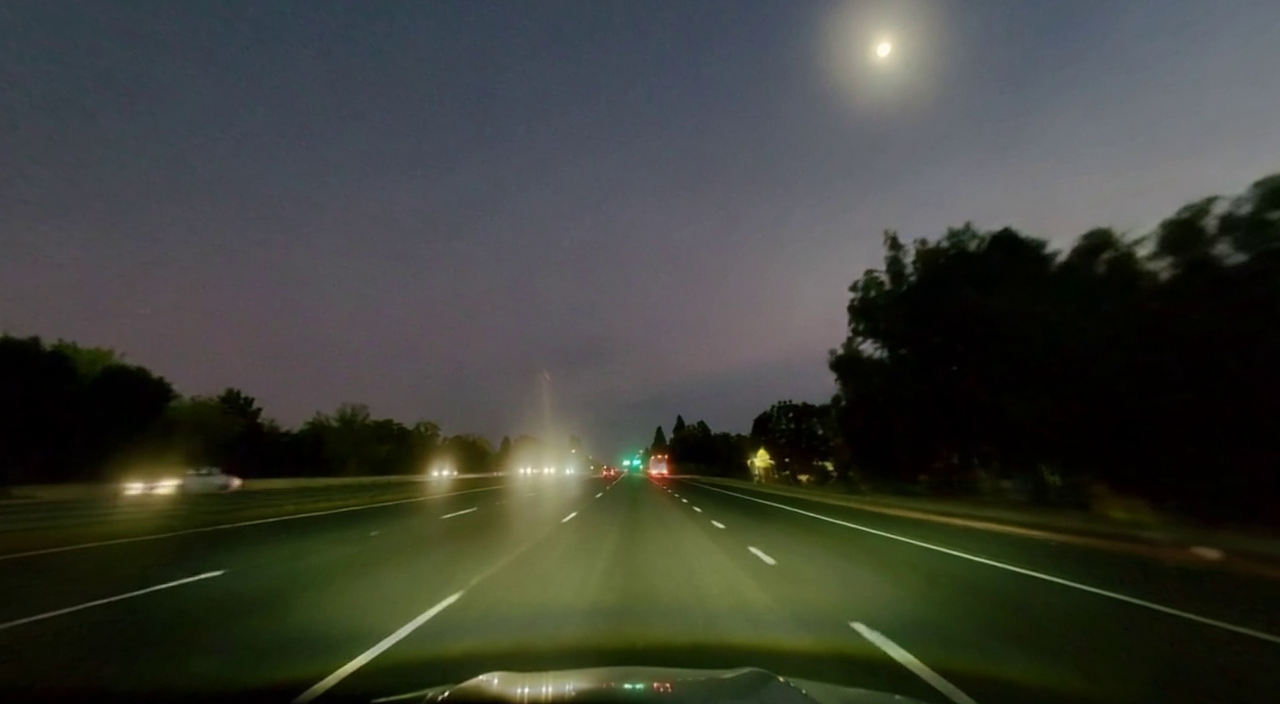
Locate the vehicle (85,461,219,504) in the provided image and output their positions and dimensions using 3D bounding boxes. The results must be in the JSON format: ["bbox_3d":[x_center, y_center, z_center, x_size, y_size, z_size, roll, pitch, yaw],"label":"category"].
[{"bbox_3d":[-18.947,5.073,24.775,1.803,1.508,4.279,1,-10,0],"label":"vehicle"}]
